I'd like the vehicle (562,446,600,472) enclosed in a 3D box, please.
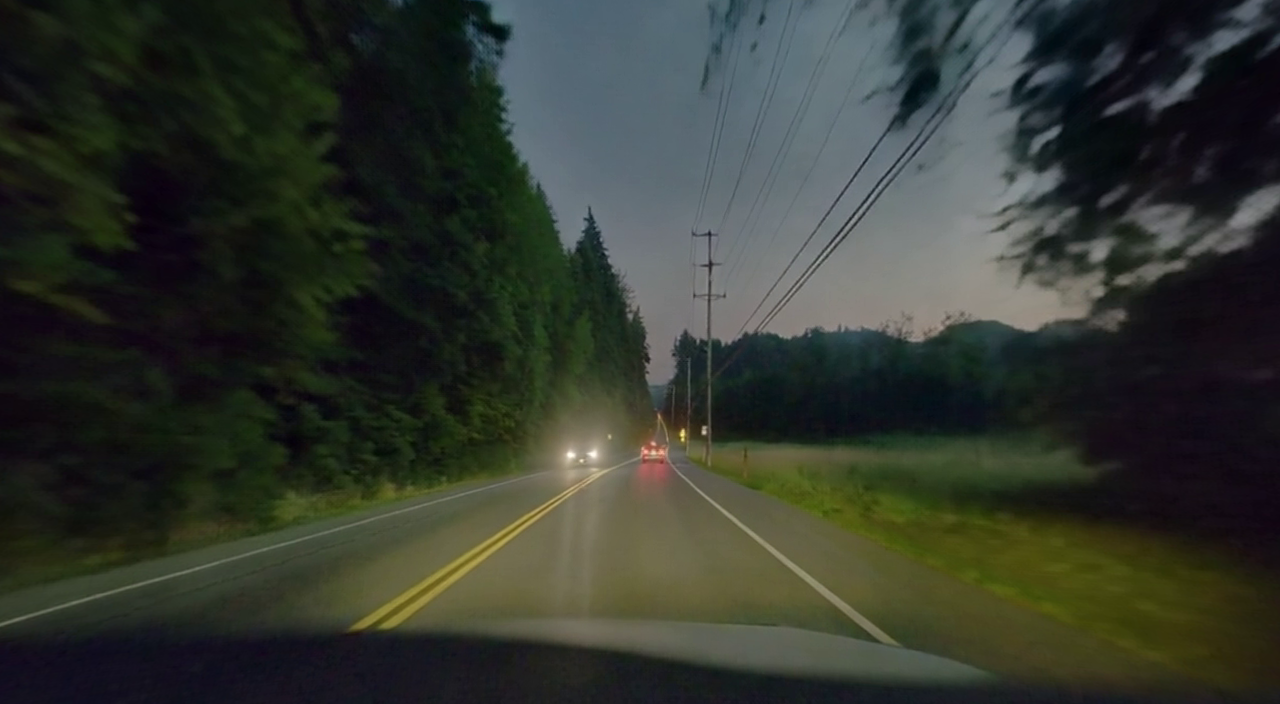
[{"bbox_3d":[-3.589,6.537,38.827,1.894,1.537,3.642,0,-9,1],"label":"vehicle"}]

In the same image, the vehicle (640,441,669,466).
[{"bbox_3d":[1.091,7.632,47.401,2.083,1.767,4.448,0,-9,1],"label":"vehicle"}]
